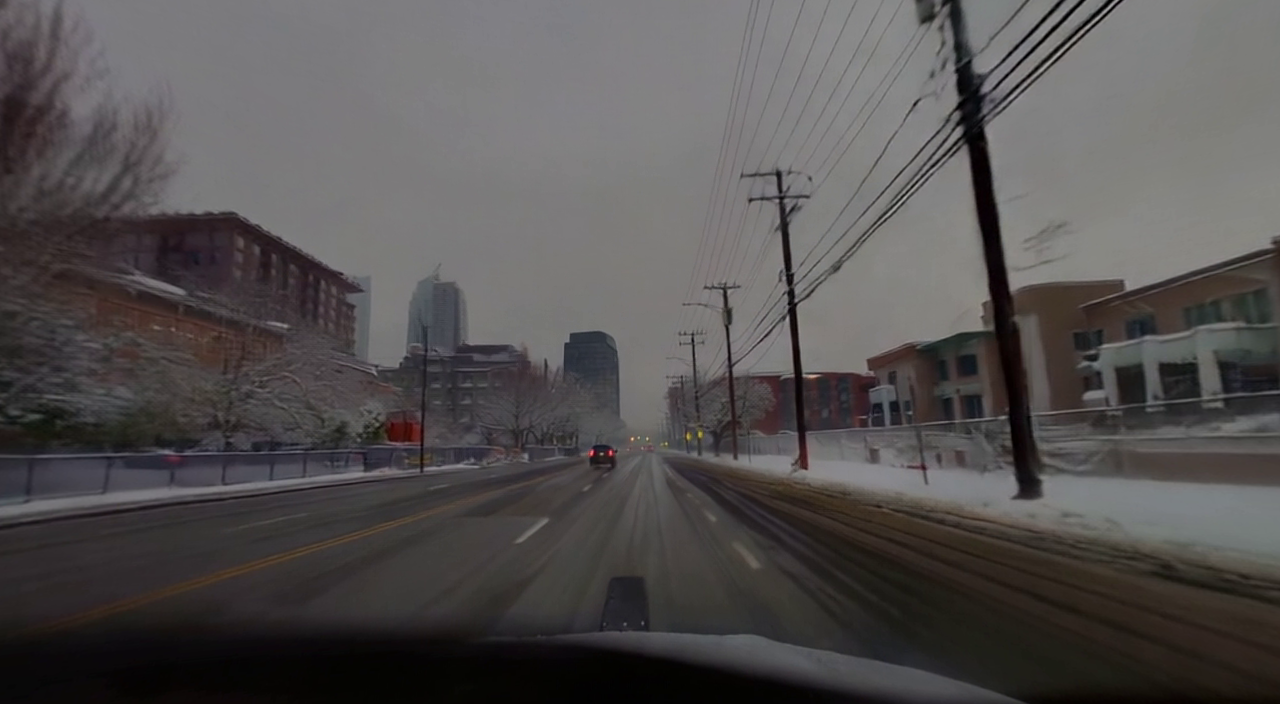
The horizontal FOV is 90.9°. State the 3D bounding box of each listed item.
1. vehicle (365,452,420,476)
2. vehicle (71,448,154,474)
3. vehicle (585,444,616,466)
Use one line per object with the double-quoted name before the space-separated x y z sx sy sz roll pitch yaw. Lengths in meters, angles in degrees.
"vehicle" -17.056 7.734 43.655 1.995 1.460 4.802 -1 -8 -2
"vehicle" -39.919 8.264 47.809 4.290 1.788 2.165 0 -8 -1
"vehicle" -2.983 7.887 48.630 2.036 1.589 4.549 -1 -8 2
